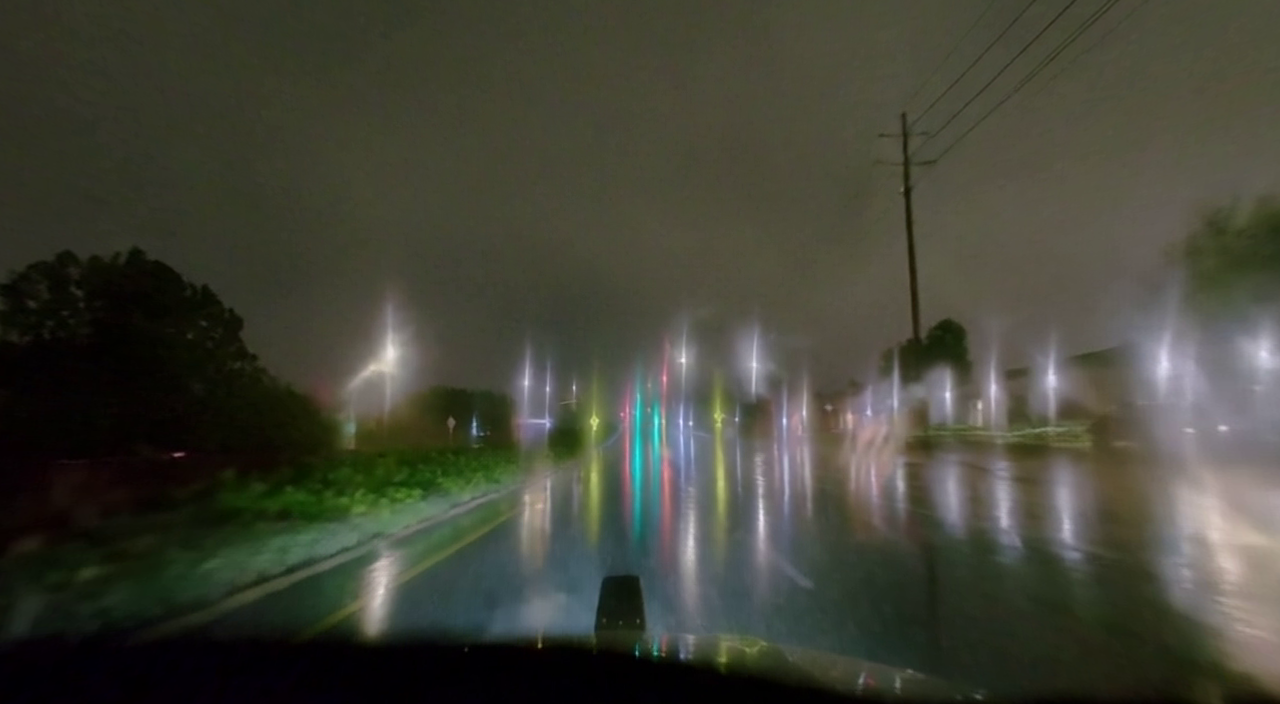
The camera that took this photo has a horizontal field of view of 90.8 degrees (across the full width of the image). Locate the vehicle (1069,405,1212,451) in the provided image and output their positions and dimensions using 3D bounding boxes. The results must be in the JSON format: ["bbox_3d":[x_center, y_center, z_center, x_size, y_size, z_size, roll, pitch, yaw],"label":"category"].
[{"bbox_3d":[23.135,3.611,29.579,2.206,1.947,5.463,0,-8,0],"label":"vehicle"}]
